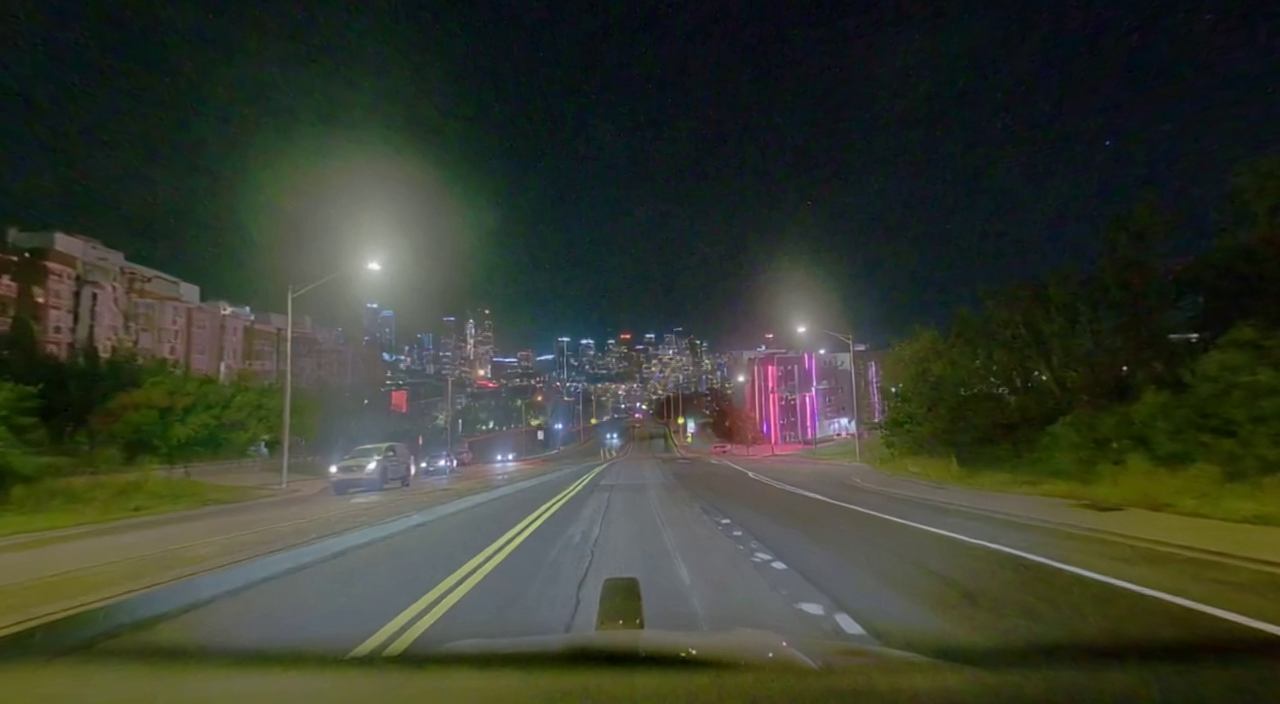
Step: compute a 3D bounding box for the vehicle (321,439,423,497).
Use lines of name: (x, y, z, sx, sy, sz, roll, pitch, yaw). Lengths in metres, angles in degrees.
vehicle: (-9.625, 4.145, 23.145, 2.112, 1.873, 4.717, 1, -8, -7)

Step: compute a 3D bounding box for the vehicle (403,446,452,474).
vehicle: (-12.770, 6.493, 38.225, 2.145, 1.559, 4.967, 2, -9, -11)
